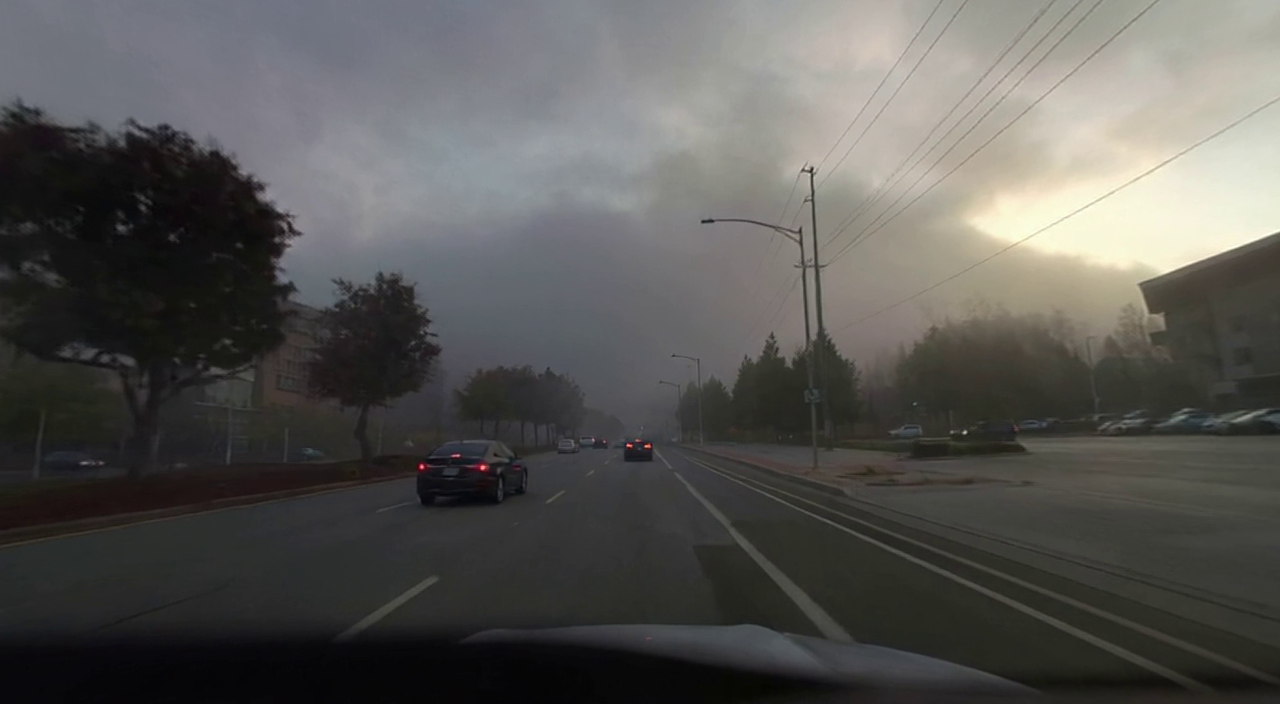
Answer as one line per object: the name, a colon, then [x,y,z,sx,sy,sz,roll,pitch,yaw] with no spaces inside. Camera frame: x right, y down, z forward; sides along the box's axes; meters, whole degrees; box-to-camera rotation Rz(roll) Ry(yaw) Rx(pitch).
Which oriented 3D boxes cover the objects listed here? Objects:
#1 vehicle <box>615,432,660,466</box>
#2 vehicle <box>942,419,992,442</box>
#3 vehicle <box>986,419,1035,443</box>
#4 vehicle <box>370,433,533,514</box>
vehicle: [-0.125,5.036,32.848,2.199,1.652,4.101,0,-8,-1]
vehicle: [21.914,5.325,42.447,1.833,1.471,4.656,-2,-9,13]
vehicle: [24.404,5.257,41.657,1.741,1.416,3.831,-3,-9,15]
vehicle: [-3.838,2.566,13.904,1.942,1.462,4.905,0,-8,2]
